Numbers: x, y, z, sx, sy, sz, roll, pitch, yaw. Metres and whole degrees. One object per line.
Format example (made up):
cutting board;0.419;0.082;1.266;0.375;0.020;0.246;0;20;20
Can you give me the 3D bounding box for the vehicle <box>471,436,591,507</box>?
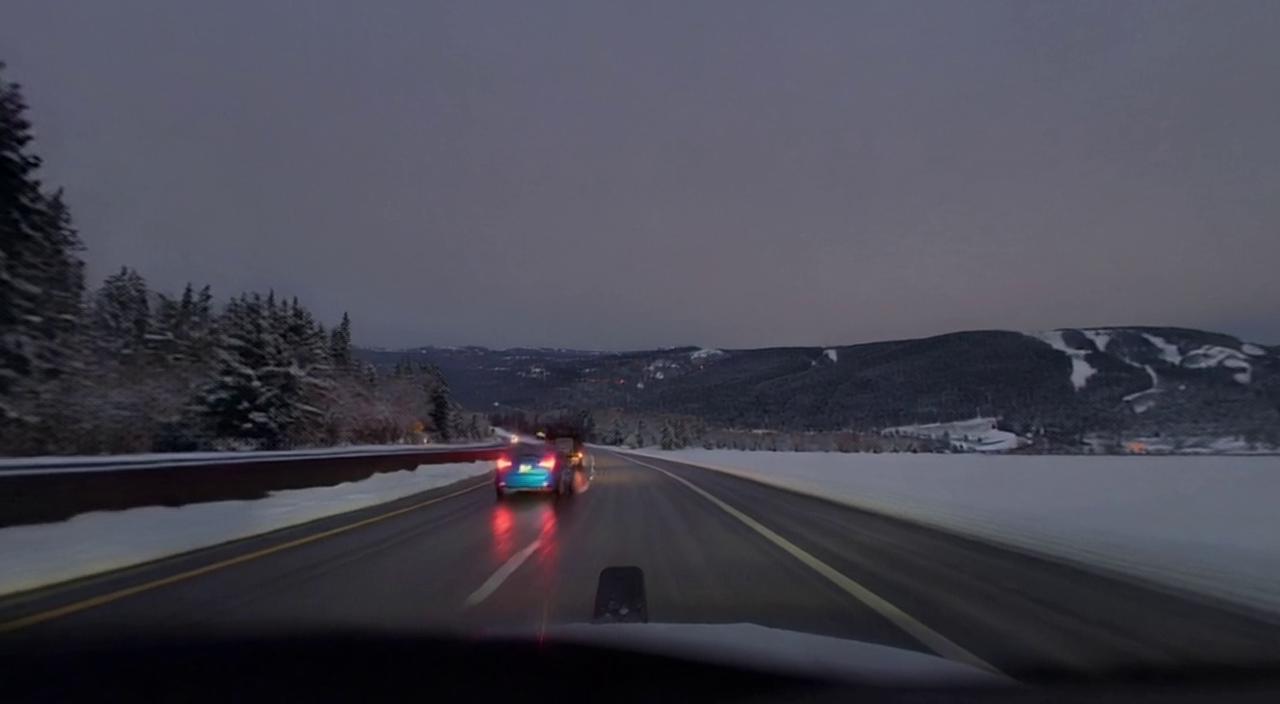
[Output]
vehicle;-2.540;2.938;15.992;2.097;1.511;4.585;0;-8;2
